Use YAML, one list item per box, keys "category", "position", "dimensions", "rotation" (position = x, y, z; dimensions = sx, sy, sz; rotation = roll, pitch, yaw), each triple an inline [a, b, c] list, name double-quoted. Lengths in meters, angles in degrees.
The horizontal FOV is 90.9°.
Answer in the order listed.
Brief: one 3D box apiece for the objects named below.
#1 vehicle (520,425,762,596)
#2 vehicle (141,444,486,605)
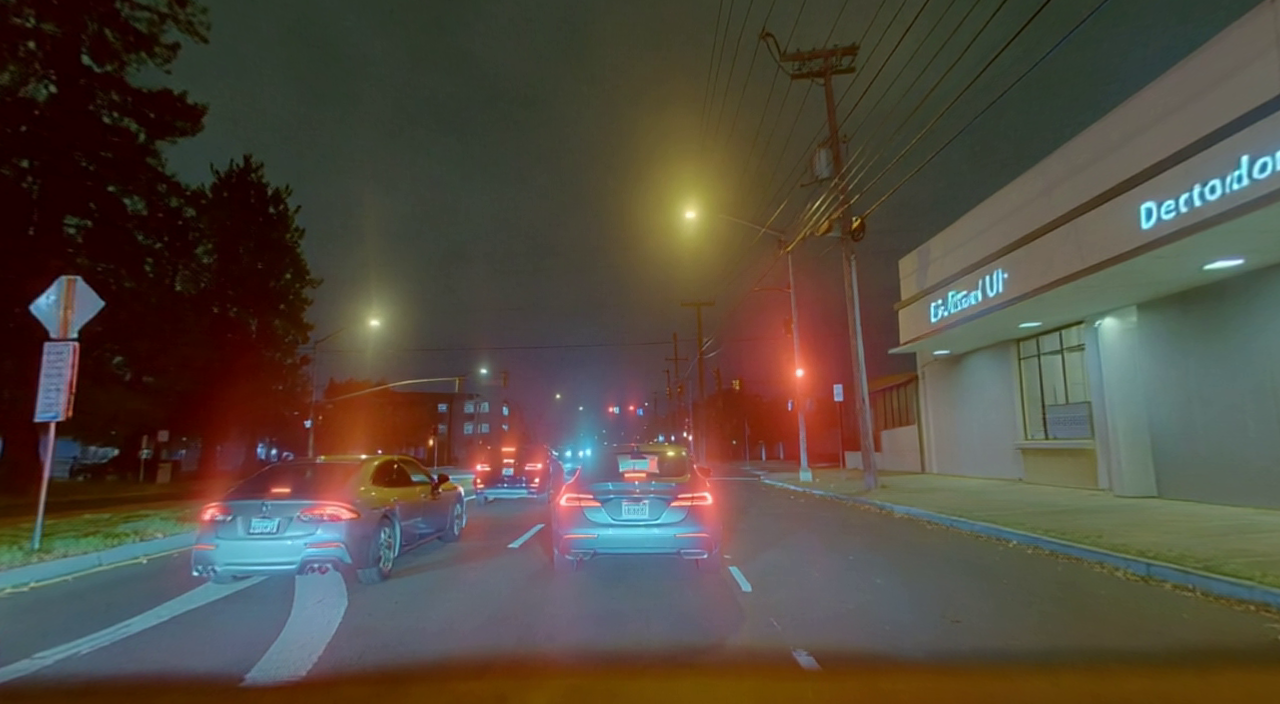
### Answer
- category: "vehicle"
  position: [-0.001, 1.684, 7.530]
  dimensions: [2.101, 1.469, 3.955]
  rotation: [0, -9, 0]
- category: "vehicle"
  position: [-3.226, 1.741, 7.317]
  dimensions: [1.765, 1.319, 4.013]
  rotation: [0, -9, 2]
